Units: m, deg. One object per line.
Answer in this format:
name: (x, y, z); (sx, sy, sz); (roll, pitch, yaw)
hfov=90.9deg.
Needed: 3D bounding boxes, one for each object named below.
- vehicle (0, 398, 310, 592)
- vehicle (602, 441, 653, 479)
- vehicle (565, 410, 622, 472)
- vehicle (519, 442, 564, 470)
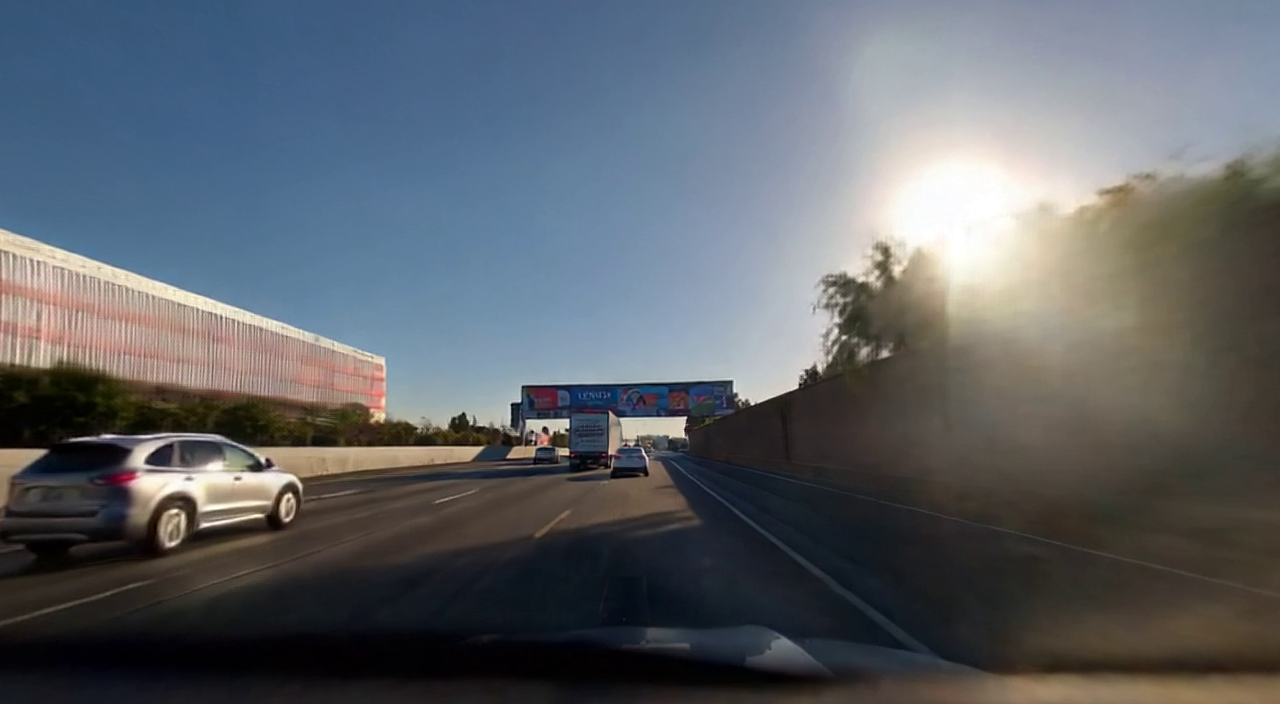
vehicle: (-6.996, 1.695, 8.339); (2.401, 1.759, 5.126); (0, -9, 1)
vehicle: (-0.543, 4.840, 28.425); (2.168, 1.597, 3.615); (0, -9, -1)
vehicle: (-2.753, 5.701, 40.023); (2.794, 3.460, 8.595); (0, -9, 1)
vehicle: (-6.399, 6.844, 41.585); (2.124, 1.674, 4.541); (0, -9, 1)
